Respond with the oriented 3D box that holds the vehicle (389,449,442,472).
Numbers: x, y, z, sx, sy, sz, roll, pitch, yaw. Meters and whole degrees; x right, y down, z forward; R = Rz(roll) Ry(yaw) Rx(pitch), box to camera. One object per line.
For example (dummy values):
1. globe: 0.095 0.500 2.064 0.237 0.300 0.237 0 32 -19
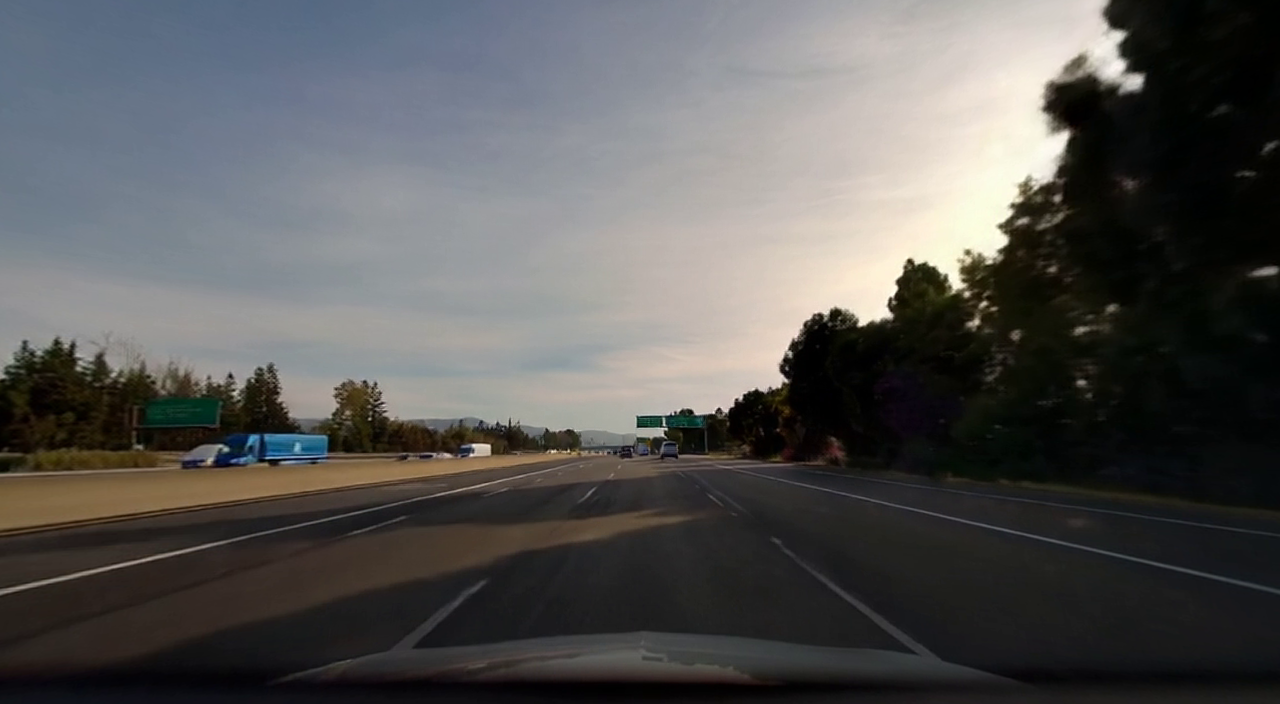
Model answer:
1. vehicle: -15.369 7.428 43.418 1.903 1.486 4.666 0 -9 1
